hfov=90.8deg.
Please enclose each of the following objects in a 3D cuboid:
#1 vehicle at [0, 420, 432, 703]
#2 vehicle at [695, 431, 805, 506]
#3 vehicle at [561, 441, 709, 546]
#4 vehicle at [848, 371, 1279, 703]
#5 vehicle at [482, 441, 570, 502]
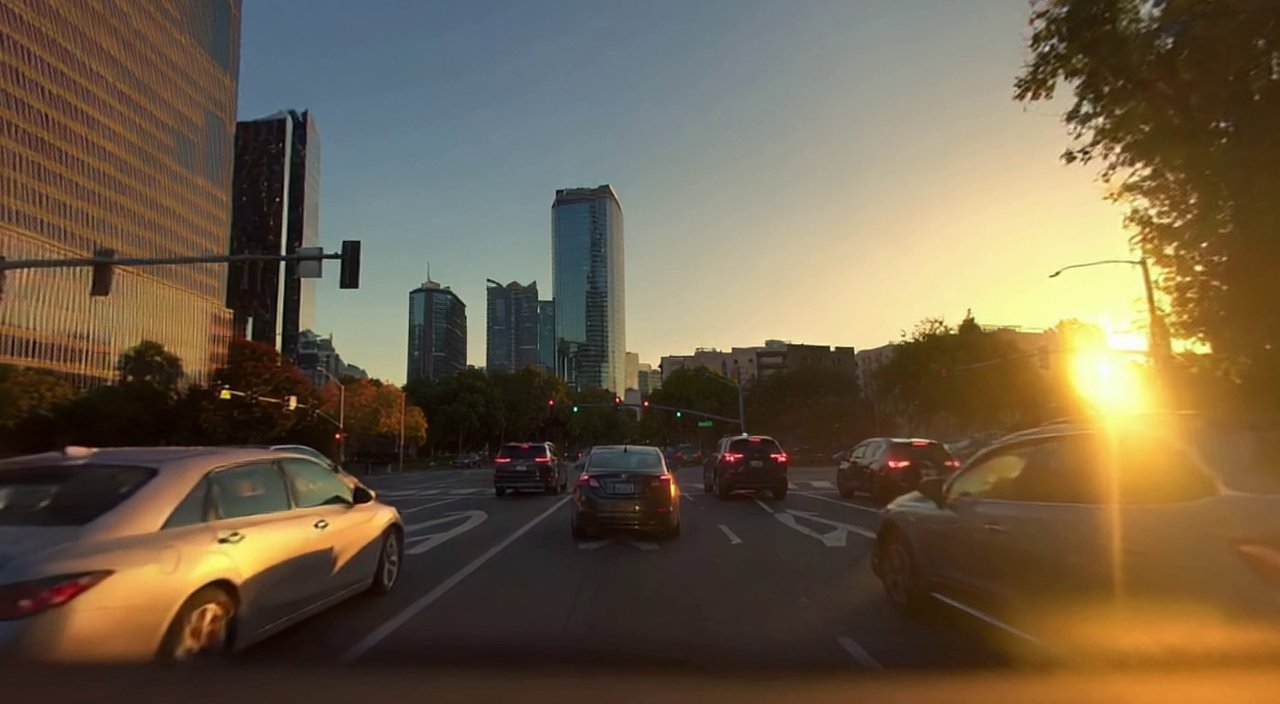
[{"bbox_3d":[-3.267,1.317,4.507,2.045,1.463,4.490,0,-8,0],"label":"vehicle"},{"bbox_3d":[2.847,3.153,17.530,2.138,1.778,4.422,0,-8,-1],"label":"vehicle"},{"bbox_3d":[-0.115,2.315,11.029,2.098,1.461,3.958,0,-8,-1],"label":"vehicle"},{"bbox_3d":[3.047,1.073,3.544,1.996,1.566,4.917,0,-8,-1],"label":"vehicle"},{"bbox_3d":[-3.479,3.720,20.139,2.033,1.714,4.278,0,-8,-1],"label":"vehicle"}]
